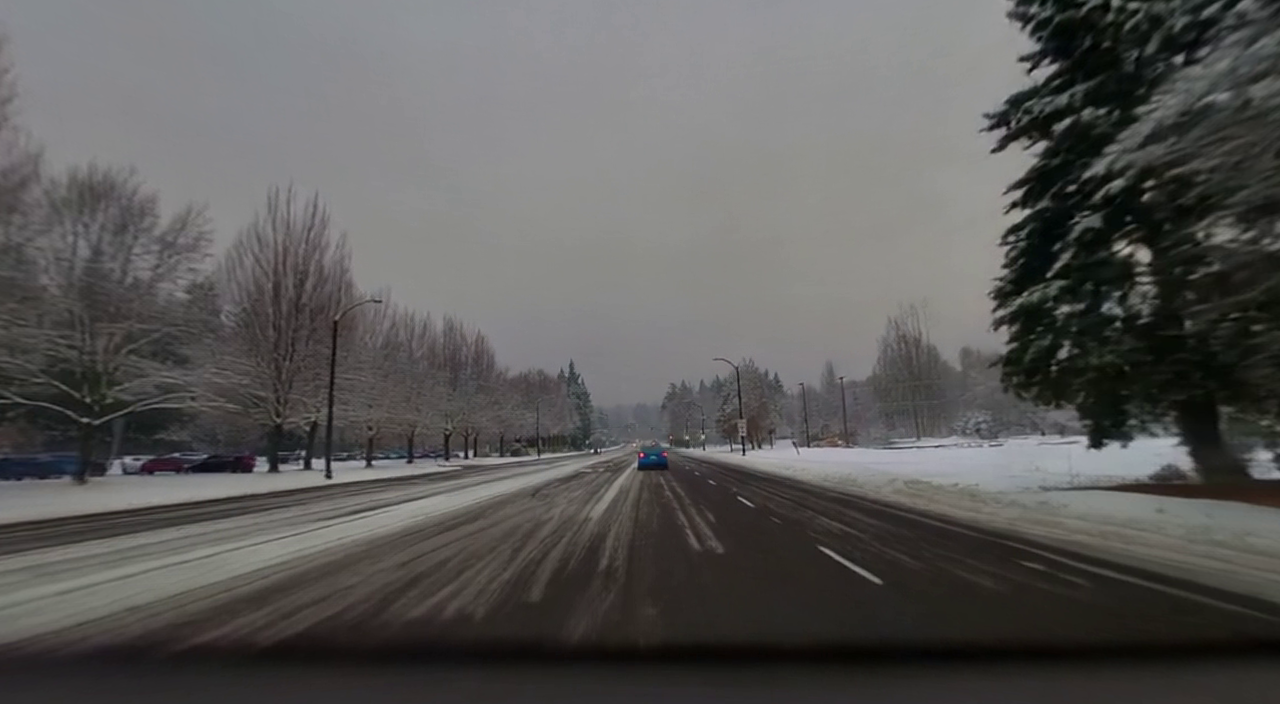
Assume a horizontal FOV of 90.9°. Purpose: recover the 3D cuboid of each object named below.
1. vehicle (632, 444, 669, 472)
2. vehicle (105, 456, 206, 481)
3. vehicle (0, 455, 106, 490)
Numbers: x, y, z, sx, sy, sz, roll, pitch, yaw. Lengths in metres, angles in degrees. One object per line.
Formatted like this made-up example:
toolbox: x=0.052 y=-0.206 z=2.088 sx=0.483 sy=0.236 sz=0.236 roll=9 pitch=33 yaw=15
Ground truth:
vehicle: x=0.573 y=6.079 z=36.452 sx=1.978 sy=1.499 sz=3.915 roll=0 pitch=-8 yaw=0
vehicle: x=-30.011 y=7.213 z=39.155 sx=4.617 sy=1.450 sz=1.968 roll=-1 pitch=-8 yaw=1
vehicle: x=-29.593 y=5.937 z=31.246 sx=4.389 sy=1.588 sz=2.048 roll=-1 pitch=-8 yaw=1
